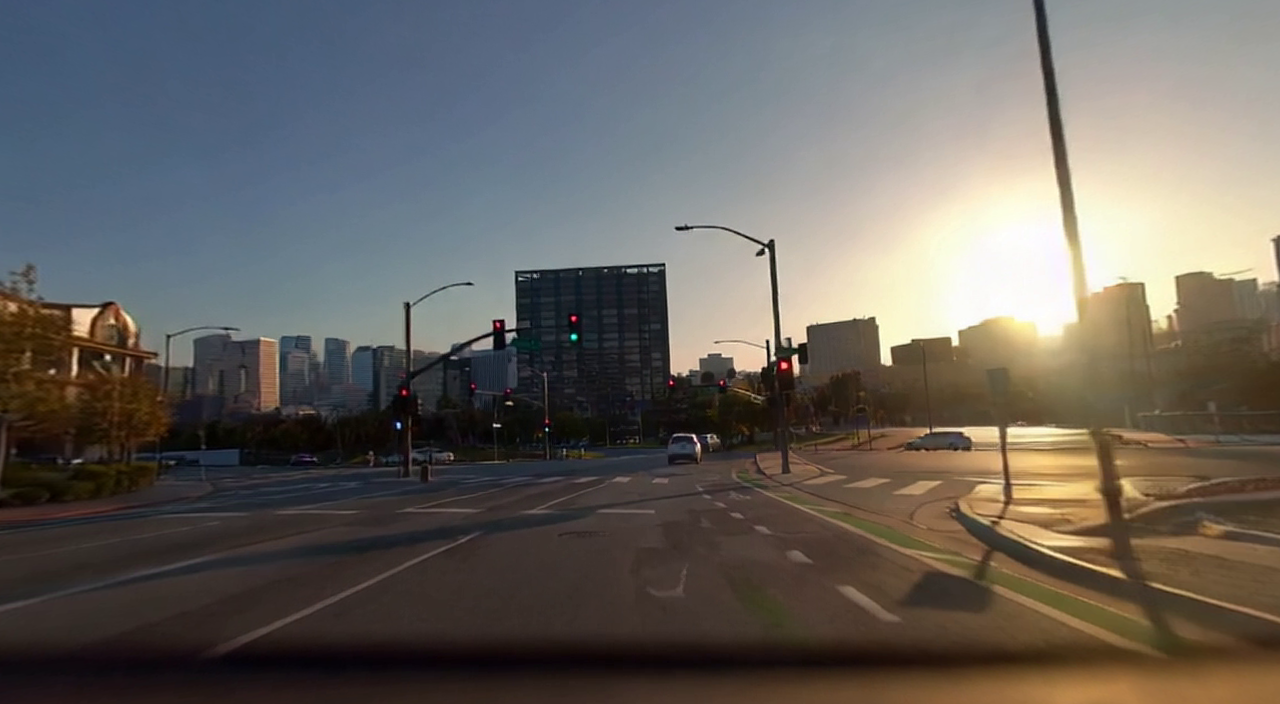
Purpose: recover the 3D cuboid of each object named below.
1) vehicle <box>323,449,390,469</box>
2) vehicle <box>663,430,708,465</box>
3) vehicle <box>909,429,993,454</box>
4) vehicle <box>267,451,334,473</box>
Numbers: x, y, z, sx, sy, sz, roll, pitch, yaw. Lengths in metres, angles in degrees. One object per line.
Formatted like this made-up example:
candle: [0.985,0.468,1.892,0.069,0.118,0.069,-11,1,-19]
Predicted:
vehicle: [-21.847,8.216,48.676,4.601,1.521,1.941,-4,-9,22]
vehicle: [2.578,5.285,35.074,2.230,1.827,4.298,-1,-8,7]
vehicle: [21.134,6.128,43.201,4.952,1.517,1.997,-5,-7,23]
vehicle: [-25.274,8.159,47.050,4.359,1.508,1.980,-4,-9,22]
